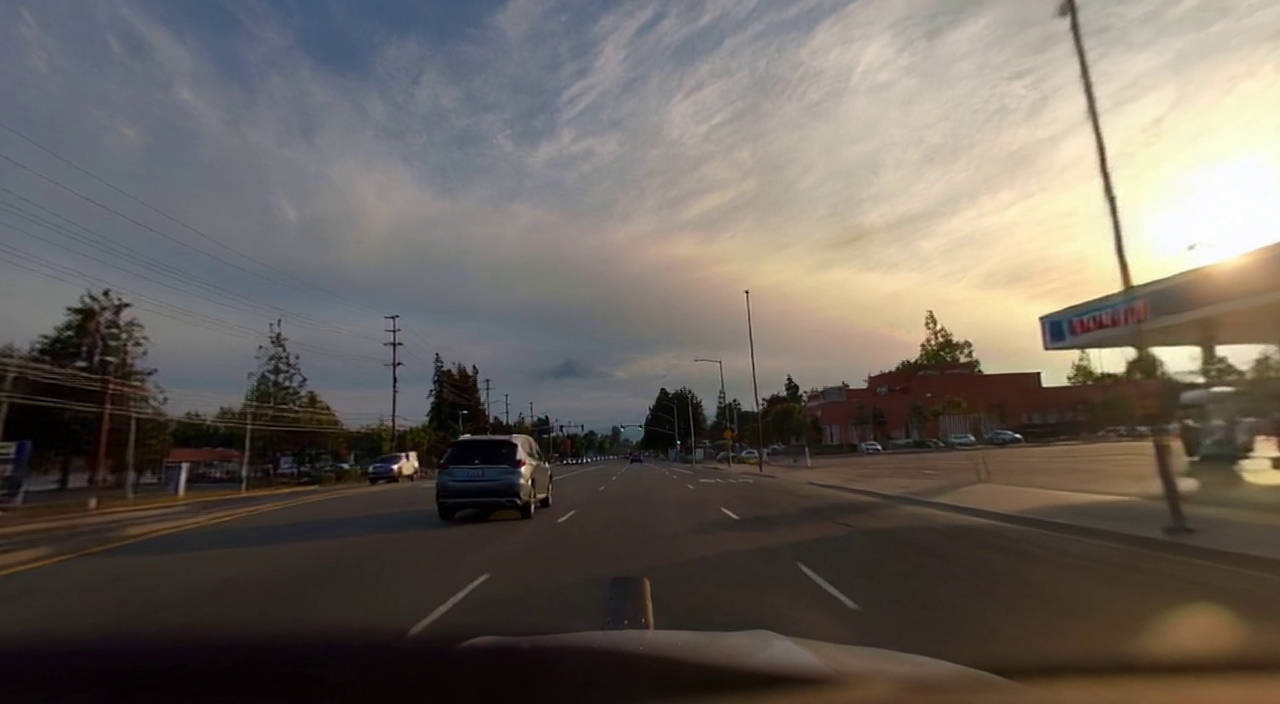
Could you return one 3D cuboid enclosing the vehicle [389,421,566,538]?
[{"bbox_3d":[-2.877,2.391,12.499,2.190,1.844,4.751,0,-8,1],"label":"vehicle"}]

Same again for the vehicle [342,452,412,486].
[{"bbox_3d":[-18.443,8.198,44.564,2.426,2.160,5.660,0,-8,1],"label":"vehicle"}]
